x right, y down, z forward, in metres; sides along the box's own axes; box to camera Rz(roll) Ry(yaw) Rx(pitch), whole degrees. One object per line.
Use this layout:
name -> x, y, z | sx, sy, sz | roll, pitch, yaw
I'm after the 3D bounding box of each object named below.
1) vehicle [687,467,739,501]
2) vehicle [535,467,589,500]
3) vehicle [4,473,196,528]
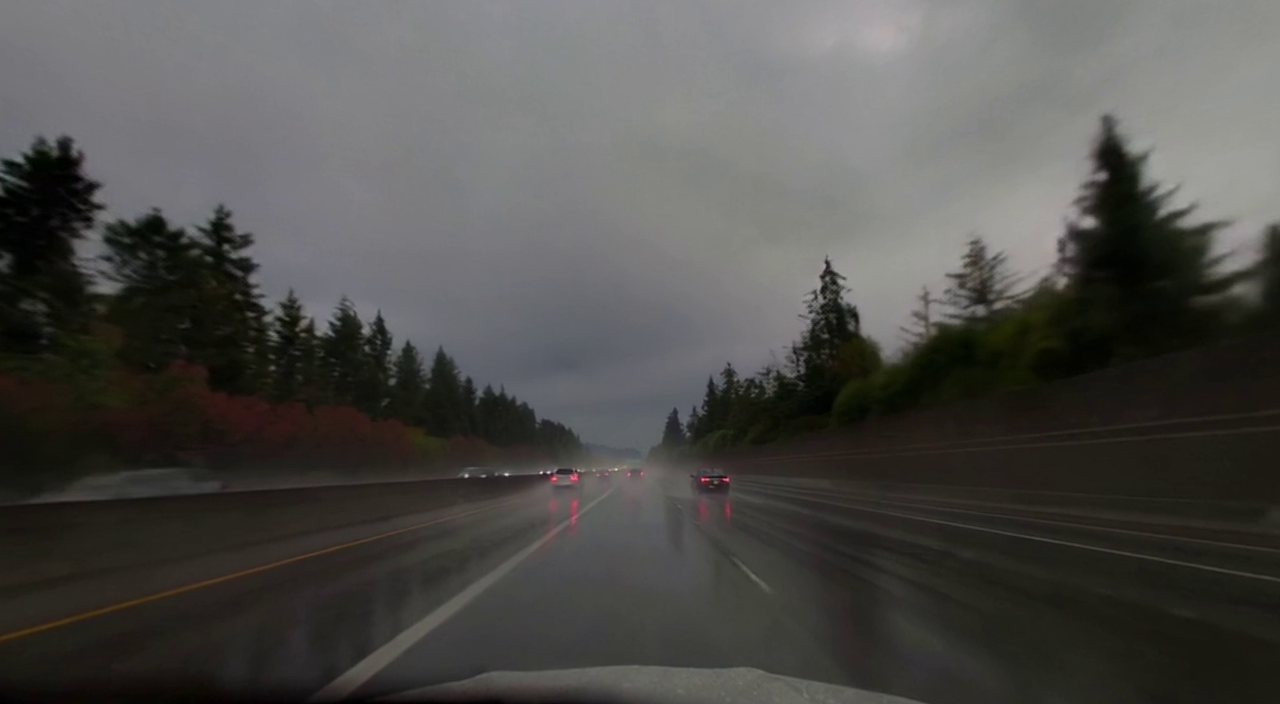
vehicle -> 3.521, 6.464, 31.010 | 1.981, 1.516, 4.109 | 1, -11, -1
vehicle -> -3.762, 6.451, 31.194 | 2.004, 1.468, 4.812 | 0, -11, 0
vehicle -> -16.176, 4.443, 19.289 | 1.811, 1.427, 4.503 | 0, -11, 1
